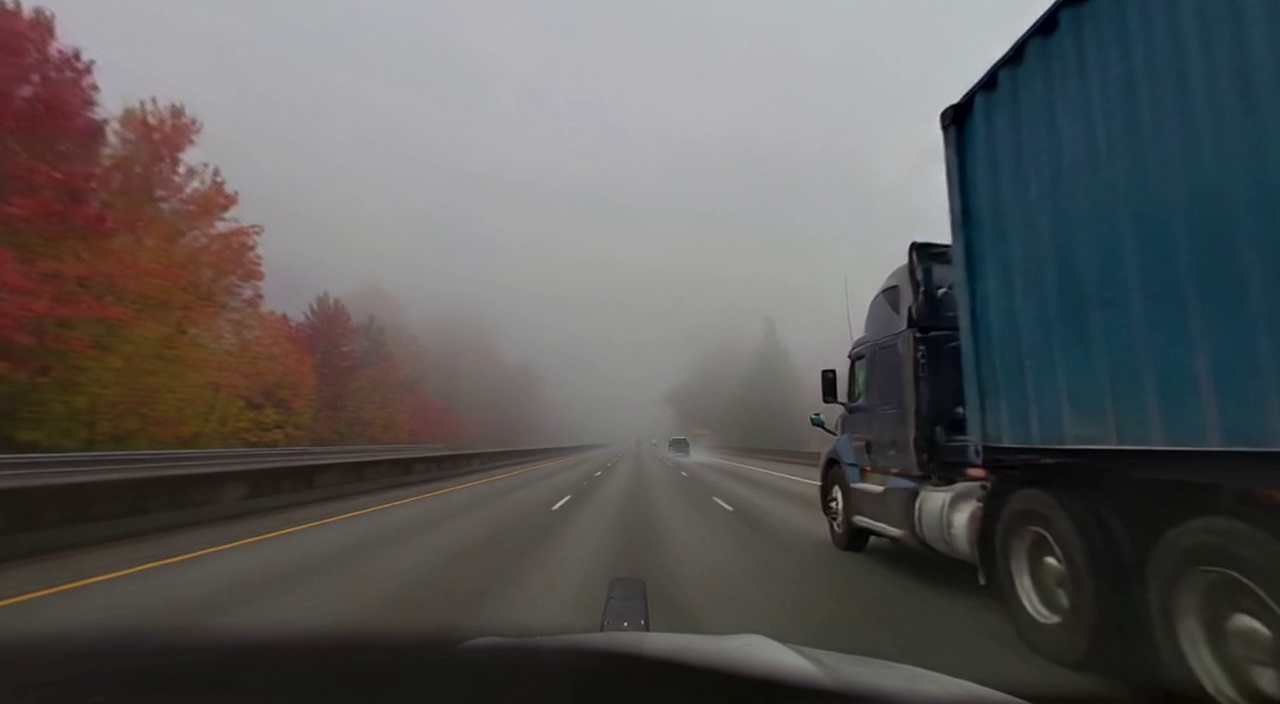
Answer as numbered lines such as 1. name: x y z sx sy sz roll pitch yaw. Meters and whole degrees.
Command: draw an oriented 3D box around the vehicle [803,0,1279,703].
1. vehicle: 3.845 -0.044 4.620 3.040 4.038 8.179 0 -8 0
